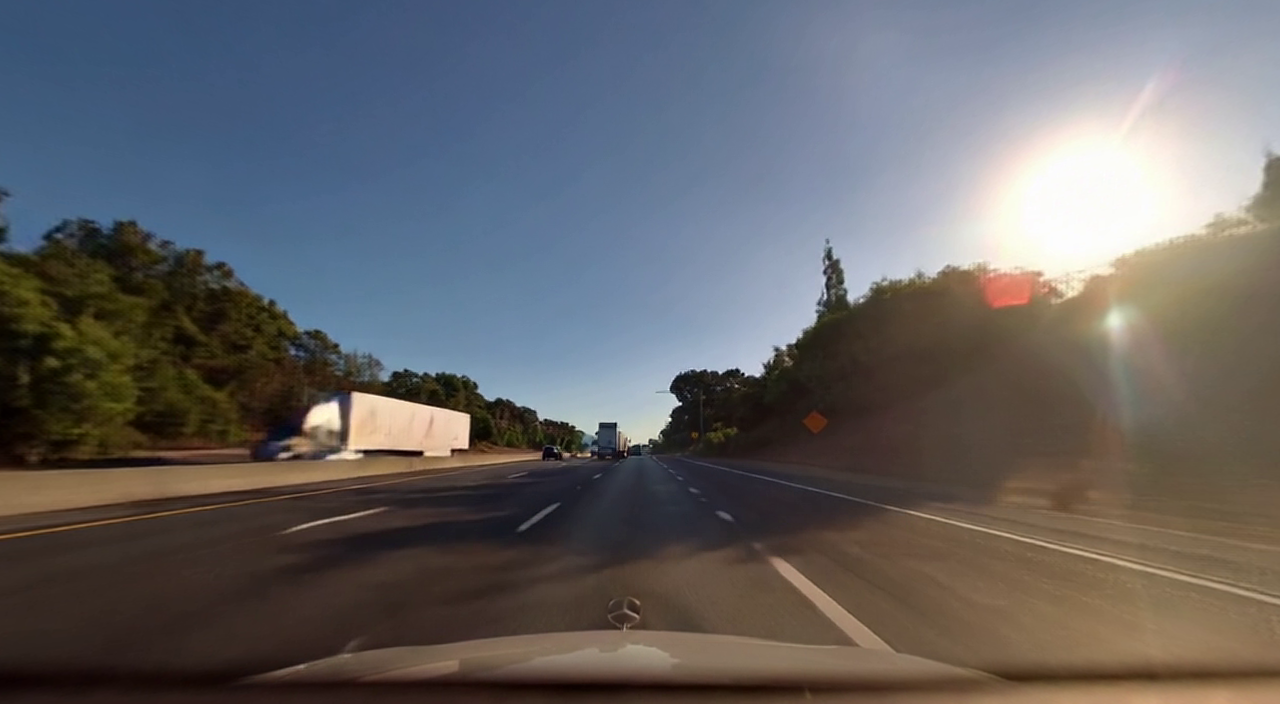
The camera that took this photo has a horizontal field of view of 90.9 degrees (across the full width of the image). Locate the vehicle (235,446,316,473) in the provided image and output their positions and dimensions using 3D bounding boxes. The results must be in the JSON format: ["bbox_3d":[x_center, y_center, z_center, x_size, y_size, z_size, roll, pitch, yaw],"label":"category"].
[{"bbox_3d":[-25.112,7.392,43.766,2.211,1.716,5.927,0,-8,-2],"label":"vehicle"}]

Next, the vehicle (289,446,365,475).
[{"bbox_3d":[-17.580,6.085,35.686,1.920,1.472,4.734,0,-8,0],"label":"vehicle"}]
